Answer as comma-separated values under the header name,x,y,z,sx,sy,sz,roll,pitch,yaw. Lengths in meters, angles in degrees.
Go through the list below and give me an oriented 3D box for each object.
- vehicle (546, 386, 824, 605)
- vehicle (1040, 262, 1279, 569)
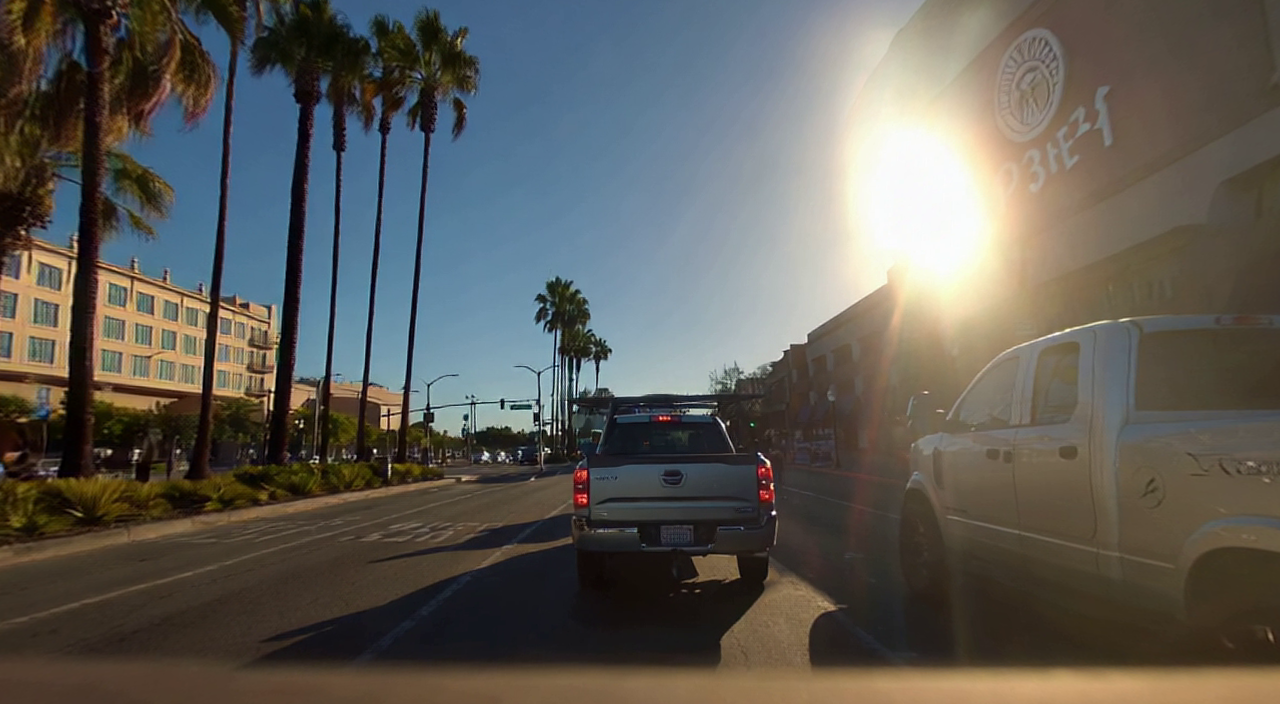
name,x,y,z,sx,sy,sz,roll,pitch,yaw
vehicle,0.406,1.589,7.986,2.311,1.819,5.255,0,-8,1
vehicle,7.918,0.892,8.610,2.666,3.345,3.622,-1,-9,8
